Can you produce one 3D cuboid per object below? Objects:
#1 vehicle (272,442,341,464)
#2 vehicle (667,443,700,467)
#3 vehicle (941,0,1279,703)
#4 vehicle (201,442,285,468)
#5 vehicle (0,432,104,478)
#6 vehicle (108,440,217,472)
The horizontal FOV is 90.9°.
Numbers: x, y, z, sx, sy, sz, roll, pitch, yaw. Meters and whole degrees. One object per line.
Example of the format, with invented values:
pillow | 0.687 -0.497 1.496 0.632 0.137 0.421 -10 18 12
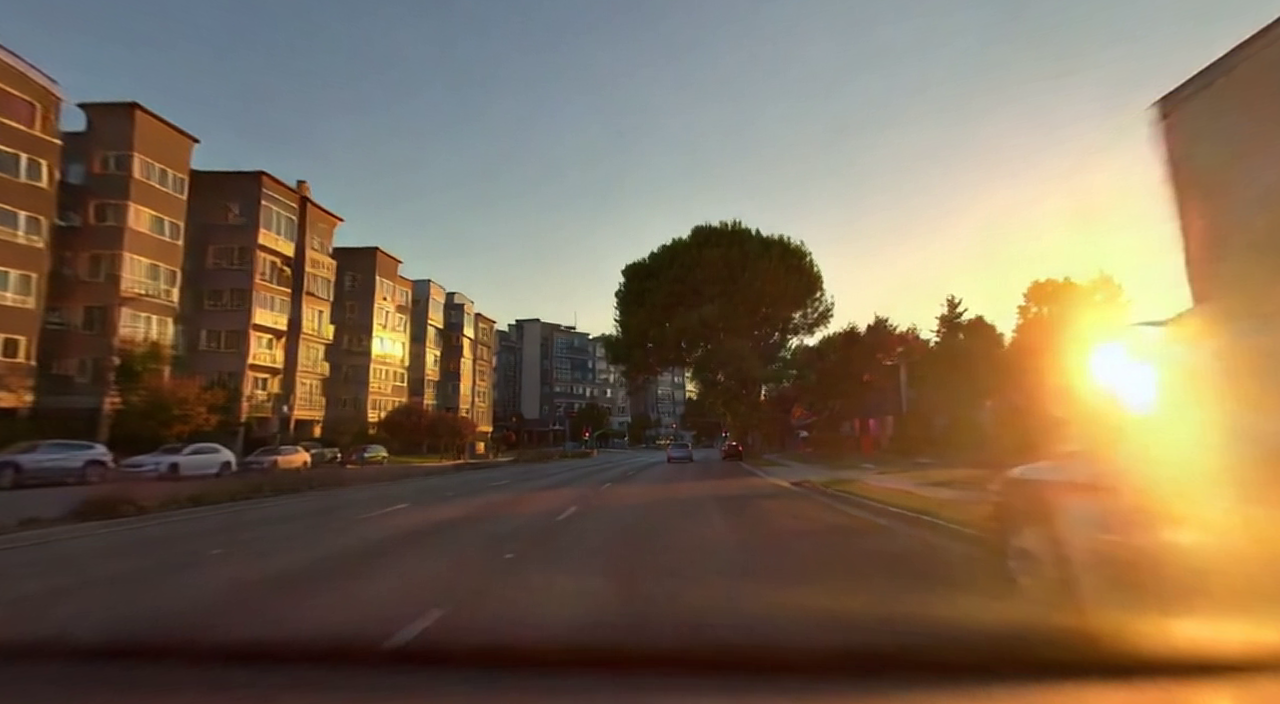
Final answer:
vehicle | -22.992 6.965 43.601 1.814 1.484 4.474 -1 -9 9
vehicle | 2.587 6.162 37.838 1.871 1.370 4.206 -1 -8 4
vehicle | 3.879 -0.137 0.796 2.945 3.277 8.473 0 -8 1
vehicle | -23.628 6.145 37.733 1.772 1.447 4.582 -1 -9 5
vehicle | -24.521 4.113 25.279 2.008 1.668 4.379 0 -8 3
vehicle | -23.925 5.218 31.789 1.900 1.489 4.361 -1 -9 3
